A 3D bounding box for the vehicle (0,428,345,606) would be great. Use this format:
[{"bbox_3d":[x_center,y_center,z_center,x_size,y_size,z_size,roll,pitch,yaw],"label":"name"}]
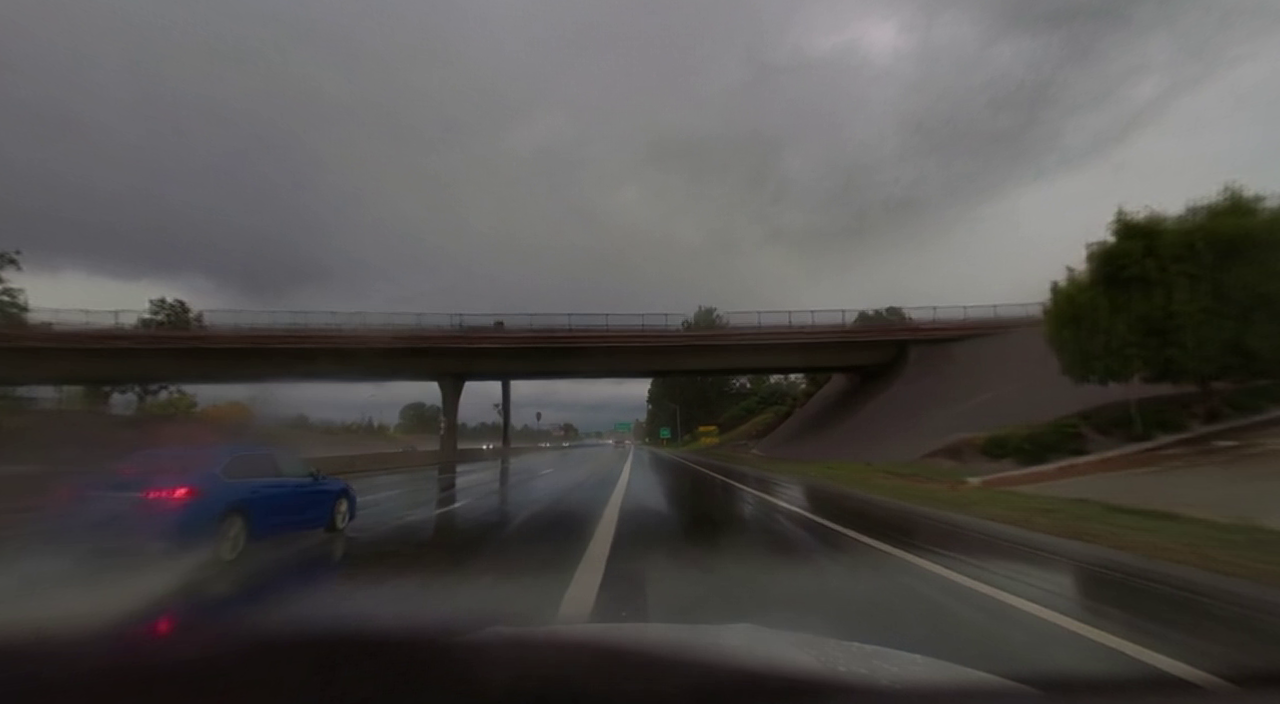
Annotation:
[{"bbox_3d":[-5.860,1.791,7.904,2.105,1.551,4.602,0,-8,0],"label":"vehicle"}]
